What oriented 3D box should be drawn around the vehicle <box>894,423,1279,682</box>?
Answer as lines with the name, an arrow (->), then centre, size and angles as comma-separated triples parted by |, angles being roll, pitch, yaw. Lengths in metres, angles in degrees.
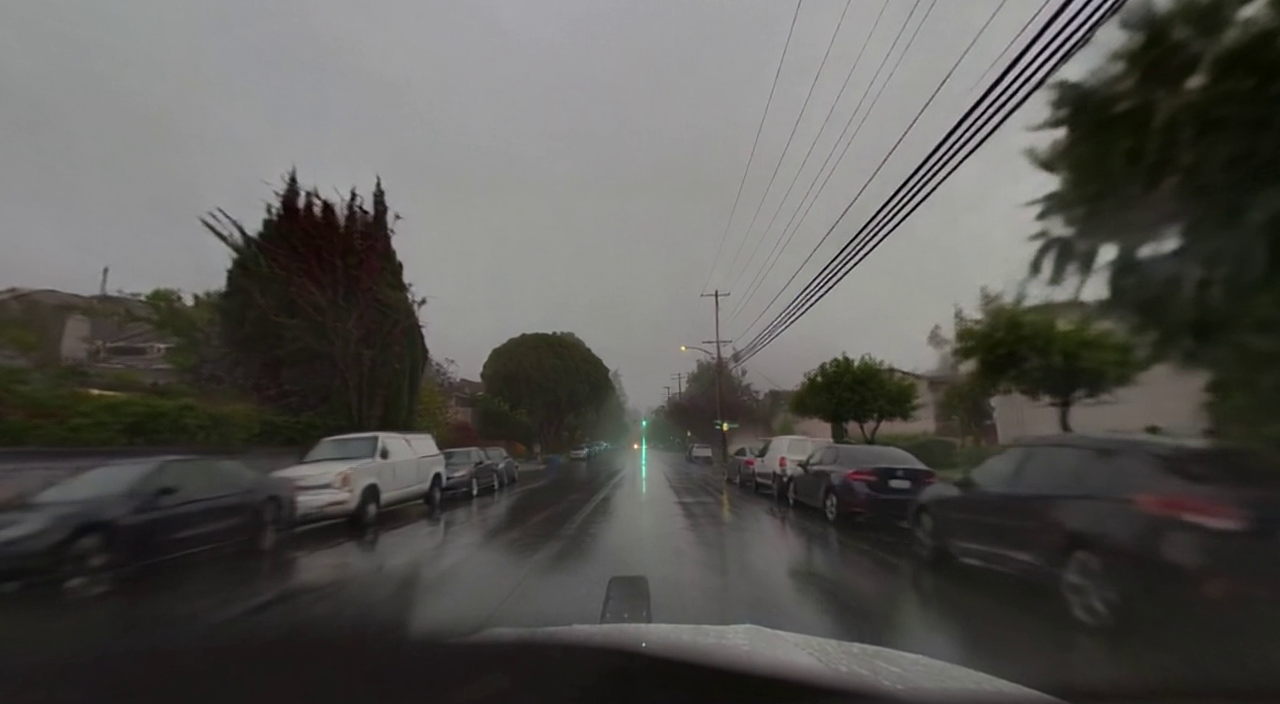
vehicle -> 4.175, 1.517, 5.978 | 1.840, 1.521, 4.337 | 0, -8, 2

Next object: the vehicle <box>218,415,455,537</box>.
vehicle -> -5.666, 2.344, 12.762 | 2.052, 1.916, 5.084 | 0, -8, 3

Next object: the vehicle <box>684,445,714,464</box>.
vehicle -> 4.557, 7.966, 49.207 | 1.851, 1.438, 4.177 | 0, -8, 0

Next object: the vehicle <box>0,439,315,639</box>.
vehicle -> -5.704, 1.732, 6.997 | 1.790, 1.496, 4.234 | 1, -8, 2

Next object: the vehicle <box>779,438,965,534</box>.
vehicle -> 4.148, 2.436, 12.174 | 1.830, 1.491, 4.453 | 0, -8, -1
